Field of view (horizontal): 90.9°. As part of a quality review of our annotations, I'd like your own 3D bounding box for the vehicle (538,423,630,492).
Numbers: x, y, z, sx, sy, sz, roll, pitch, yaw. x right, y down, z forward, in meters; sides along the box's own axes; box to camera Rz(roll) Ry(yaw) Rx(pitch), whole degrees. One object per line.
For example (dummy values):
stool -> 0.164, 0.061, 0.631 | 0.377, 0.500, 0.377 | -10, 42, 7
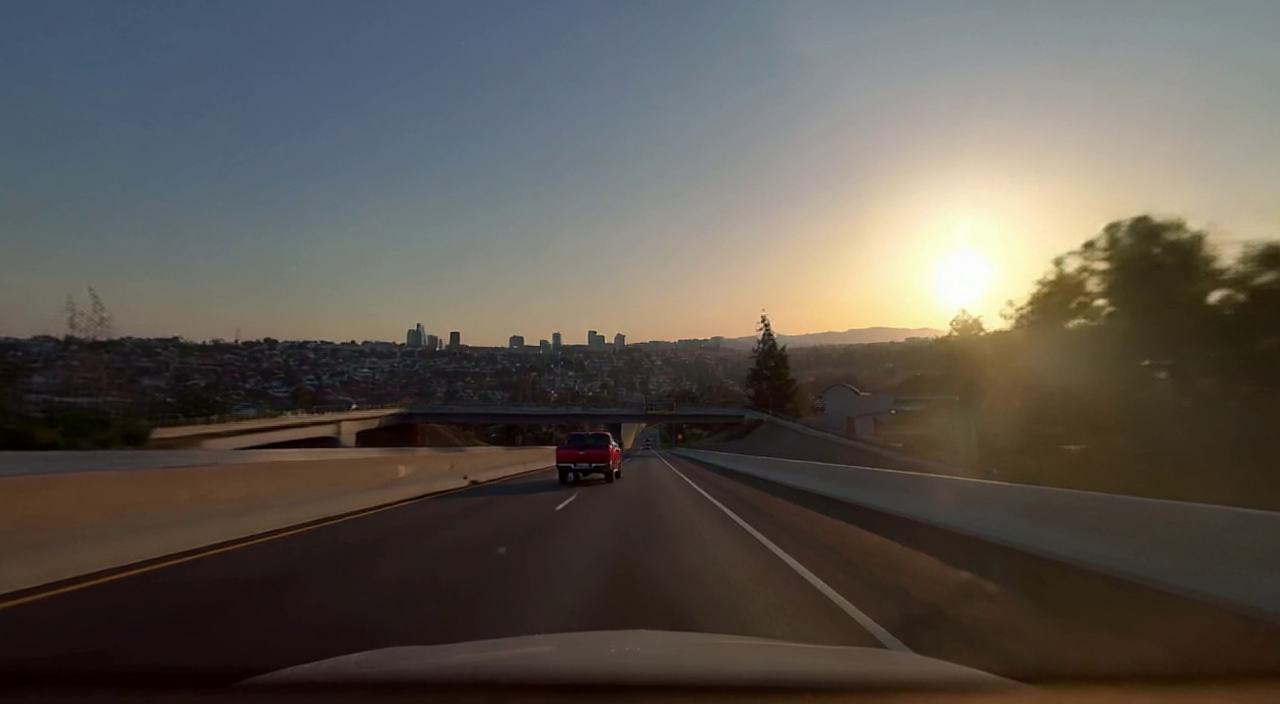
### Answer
vehicle -> -1.642, 3.422, 20.796 | 2.350, 1.932, 5.562 | -1, -8, 2
